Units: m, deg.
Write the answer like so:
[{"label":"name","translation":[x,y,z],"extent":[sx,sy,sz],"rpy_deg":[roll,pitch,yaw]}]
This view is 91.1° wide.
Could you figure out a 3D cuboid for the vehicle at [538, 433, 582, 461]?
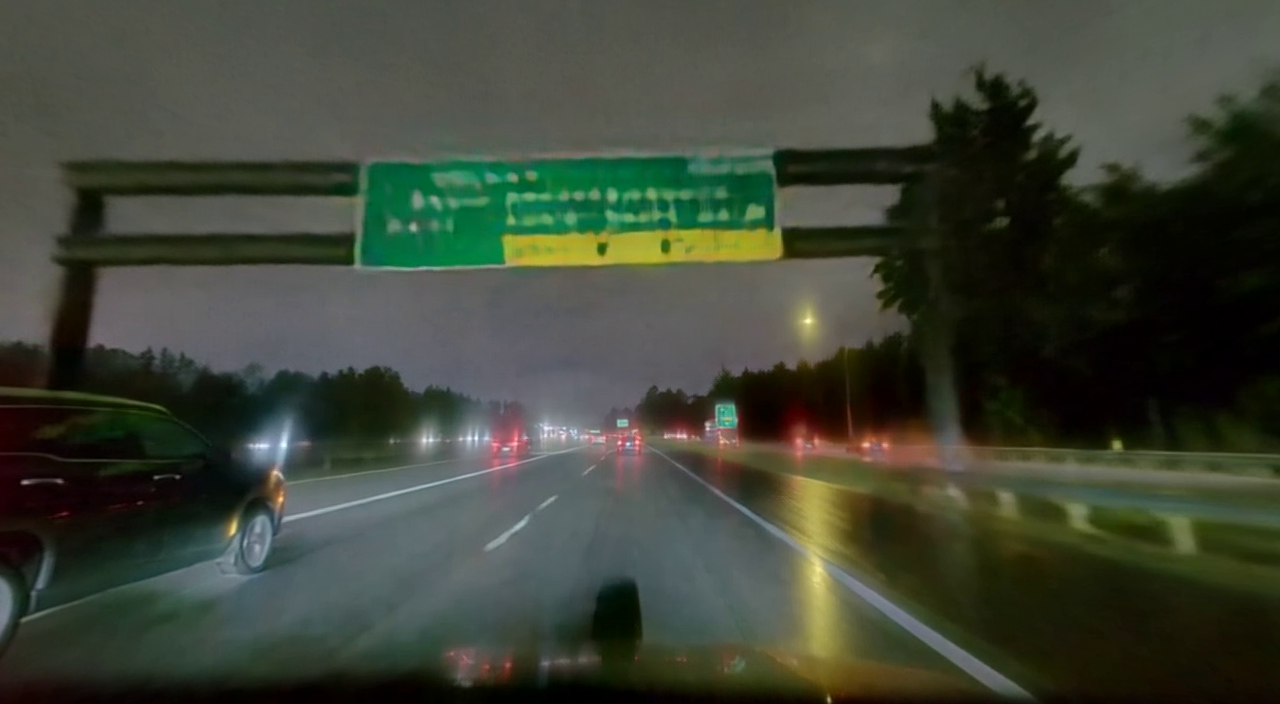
[{"label":"vehicle","translation":[-4.421,5.311,35.291],"extent":[1.909,1.445,4.087],"rpy_deg":[0,-8,0]}]

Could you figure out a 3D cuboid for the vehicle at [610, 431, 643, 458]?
[{"label":"vehicle","translation":[-0.831,5.785,39.622],"extent":[2.002,1.611,3.778],"rpy_deg":[0,-8,0]}]

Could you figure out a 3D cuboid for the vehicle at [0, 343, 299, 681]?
[{"label":"vehicle","translation":[-4.485,0.984,4.231],"extent":[1.971,1.822,4.366],"rpy_deg":[0,-8,-1]}]

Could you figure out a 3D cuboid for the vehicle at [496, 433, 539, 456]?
[{"label":"vehicle","translation":[-8.295,6.314,43.109],"extent":[1.953,1.524,4.863],"rpy_deg":[0,-8,0]}]
